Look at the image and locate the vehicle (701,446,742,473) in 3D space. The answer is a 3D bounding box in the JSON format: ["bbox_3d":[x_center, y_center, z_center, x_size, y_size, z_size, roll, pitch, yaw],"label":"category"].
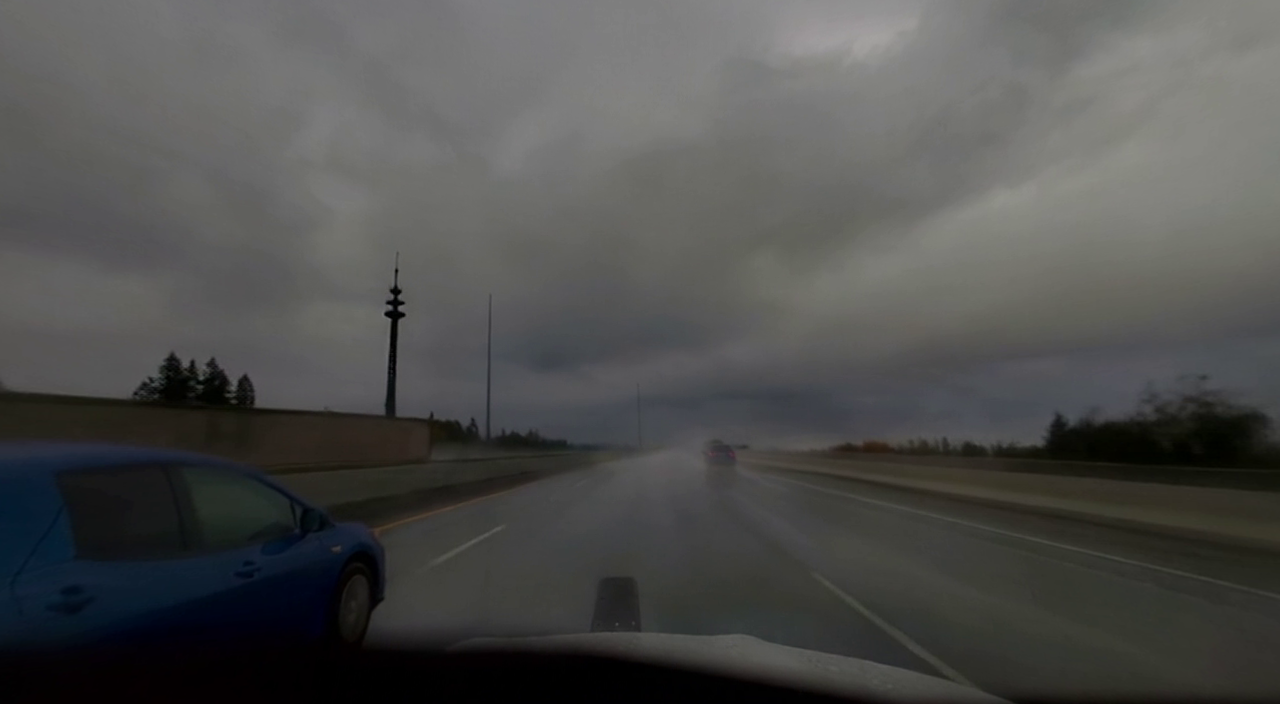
[{"bbox_3d":[4.875,6.478,38.146,2.030,1.526,4.165,0,-9,2],"label":"vehicle"}]
